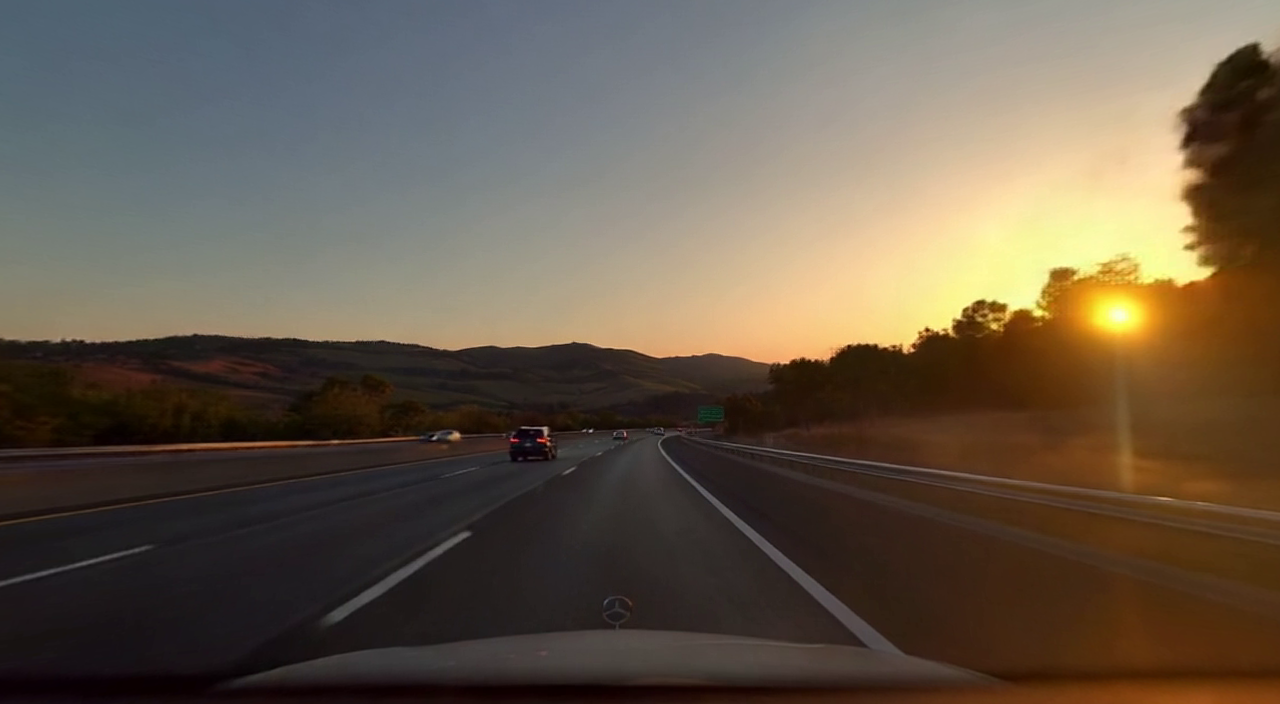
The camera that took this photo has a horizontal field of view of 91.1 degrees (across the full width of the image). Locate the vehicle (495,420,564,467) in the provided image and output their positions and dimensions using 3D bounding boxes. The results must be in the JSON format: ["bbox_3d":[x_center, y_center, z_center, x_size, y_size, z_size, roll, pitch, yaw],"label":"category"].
[{"bbox_3d":[-4.401,3.722,25.711,1.980,1.721,4.419,0,-8,0],"label":"vehicle"}]
